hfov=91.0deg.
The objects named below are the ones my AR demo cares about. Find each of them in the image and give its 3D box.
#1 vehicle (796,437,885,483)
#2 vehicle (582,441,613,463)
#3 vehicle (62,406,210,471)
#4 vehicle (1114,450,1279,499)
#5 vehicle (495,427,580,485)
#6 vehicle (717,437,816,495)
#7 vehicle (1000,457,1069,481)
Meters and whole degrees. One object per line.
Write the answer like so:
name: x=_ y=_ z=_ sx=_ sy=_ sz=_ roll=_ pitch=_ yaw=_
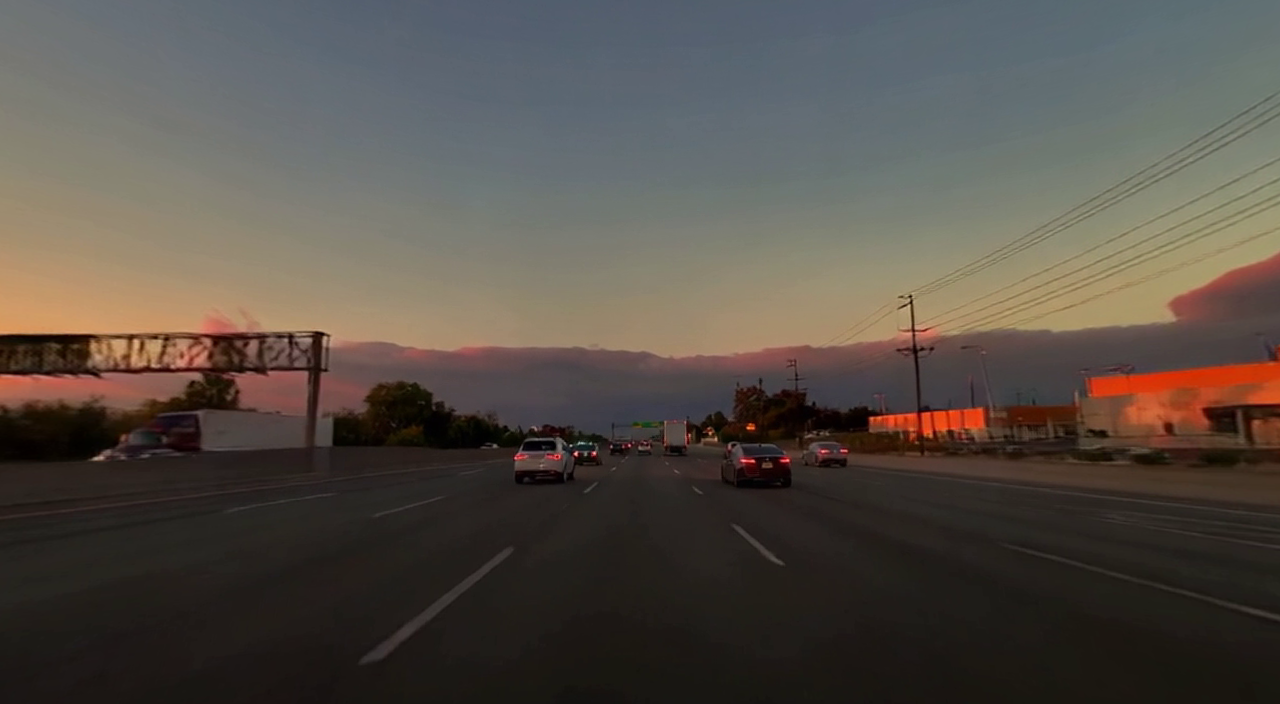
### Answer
vehicle: x=7.561 y=4.114 z=24.238 sx=2.075 sy=1.587 sz=3.947 roll=0 pitch=-9 yaw=-1
vehicle: x=-3.046 y=7.334 z=46.260 sx=1.929 sy=1.521 sz=4.097 roll=0 pitch=-9 yaw=1
vehicle: x=-31.843 y=5.574 z=40.297 sx=3.047 sy=3.762 sz=7.103 roll=0 pitch=-9 yaw=4
vehicle: x=27.906 y=6.130 z=31.762 sx=5.755 sy=2.190 sz=2.484 roll=-2 pitch=-9 yaw=2
vehicle: x=-3.490 y=3.664 z=22.372 sx=2.130 sy=1.799 sz=4.583 roll=0 pitch=-9 yaw=1
vehicle: x=3.580 y=3.328 z=18.742 sx=1.980 sy=1.501 sz=4.433 roll=0 pitch=-9 yaw=-1
vehicle: x=29.397 y=8.716 z=46.971 sx=3.800 sy=1.507 sz=1.789 roll=-3 pitch=-9 yaw=3
